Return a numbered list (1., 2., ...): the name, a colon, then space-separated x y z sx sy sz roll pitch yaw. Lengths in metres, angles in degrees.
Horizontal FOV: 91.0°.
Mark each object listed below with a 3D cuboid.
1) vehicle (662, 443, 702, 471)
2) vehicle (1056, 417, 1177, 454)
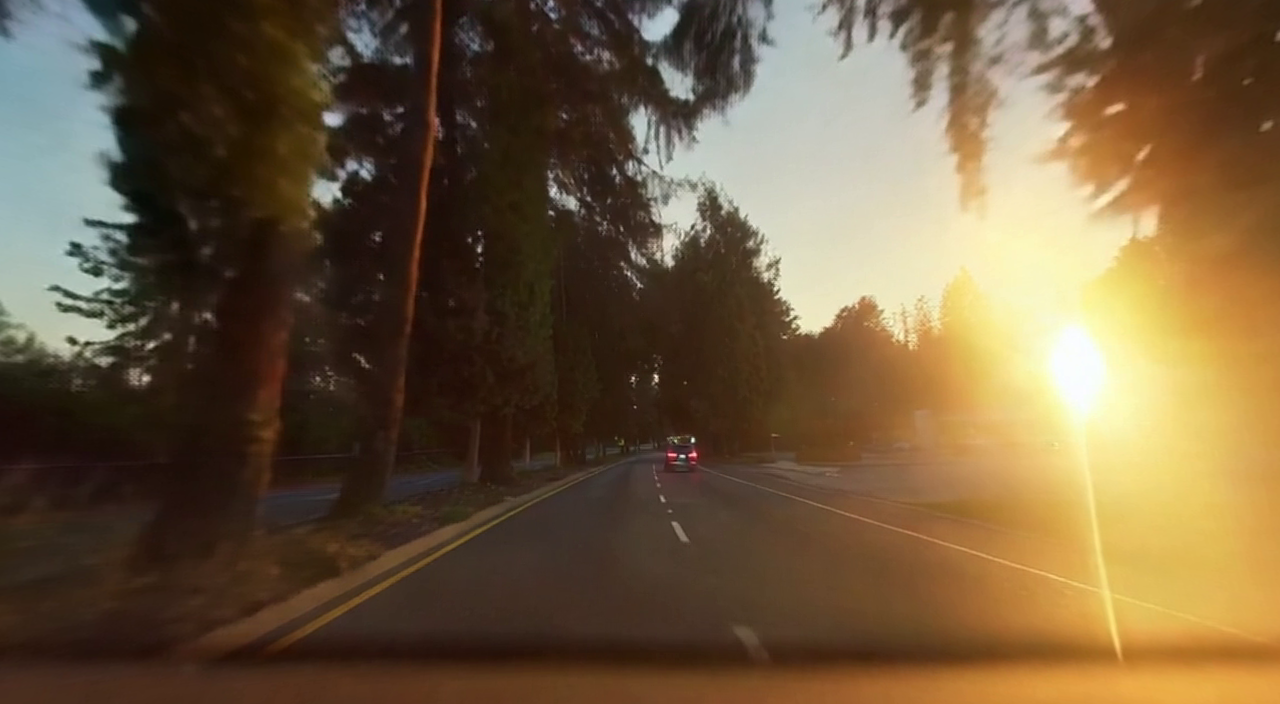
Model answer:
1. vehicle: 2.431 6.183 37.372 2.044 1.537 4.528 0 -8 0
2. vehicle: 28.180 4.973 37.349 5.465 2.116 2.004 0 -8 0
